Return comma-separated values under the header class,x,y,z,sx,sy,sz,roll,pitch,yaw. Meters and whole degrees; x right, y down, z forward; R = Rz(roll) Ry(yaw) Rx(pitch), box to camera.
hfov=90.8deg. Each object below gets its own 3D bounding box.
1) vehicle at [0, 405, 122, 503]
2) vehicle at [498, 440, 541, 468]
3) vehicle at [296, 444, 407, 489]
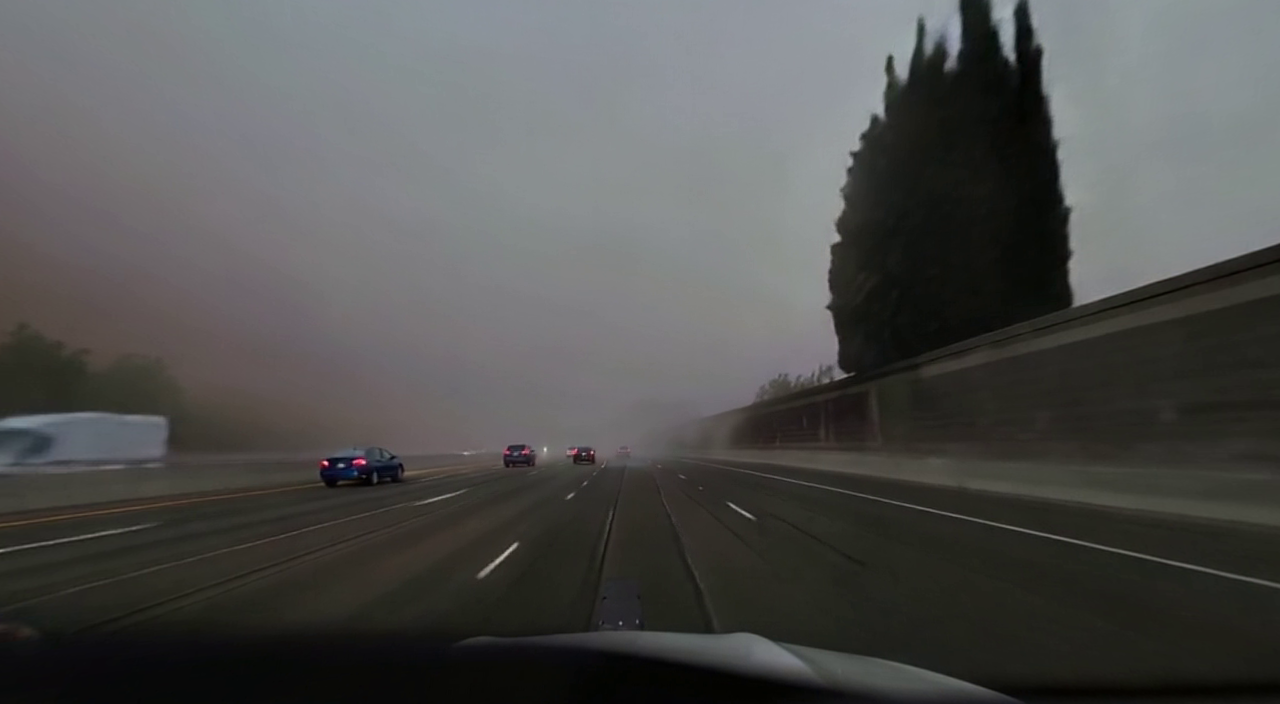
class,x,y,z,sx,sy,sz,roll,pitch,yaw
vehicle,-17.817,2.780,17.226,2.308,2.505,5.849,0,-9,0
vehicle,-7.990,6.829,42.383,2.074,1.768,4.805,0,-9,-1
vehicle,-10.564,4.206,23.570,1.949,1.475,4.740,0,-9,-1
